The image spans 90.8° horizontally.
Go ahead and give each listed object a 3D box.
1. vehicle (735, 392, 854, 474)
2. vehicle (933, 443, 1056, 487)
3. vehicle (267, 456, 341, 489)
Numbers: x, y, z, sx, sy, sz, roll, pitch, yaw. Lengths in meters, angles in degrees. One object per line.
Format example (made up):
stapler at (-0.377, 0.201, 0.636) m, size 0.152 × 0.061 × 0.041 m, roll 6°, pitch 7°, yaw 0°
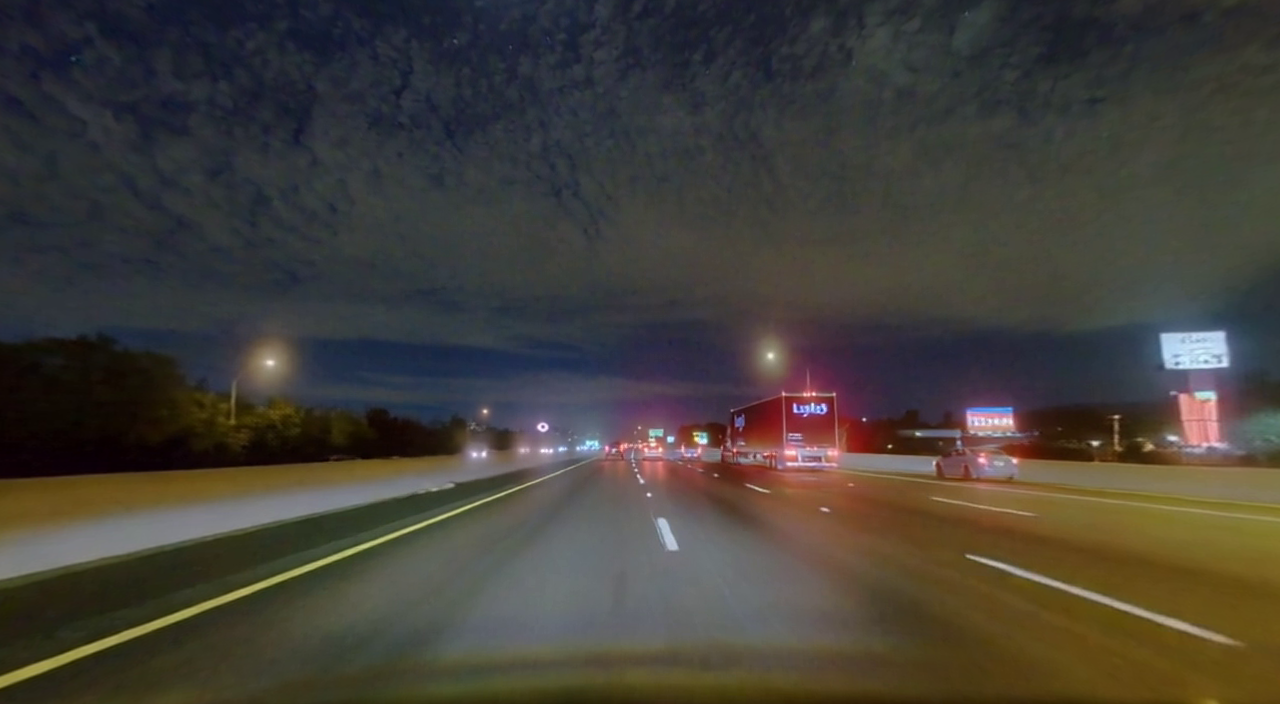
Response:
vehicle at (9.061, 5.333, 40.280) m, size 2.892 × 4.128 × 16.495 m, roll 0°, pitch -9°, yaw -2°
vehicle at (12.968, 4.153, 23.489) m, size 1.862 × 1.462 × 4.459 m, roll 0°, pitch -9°, yaw -2°
vehicle at (-17.439, 6.226, 32.998) m, size 1.816 × 1.516 × 3.896 m, roll 0°, pitch -9°, yaw -2°
